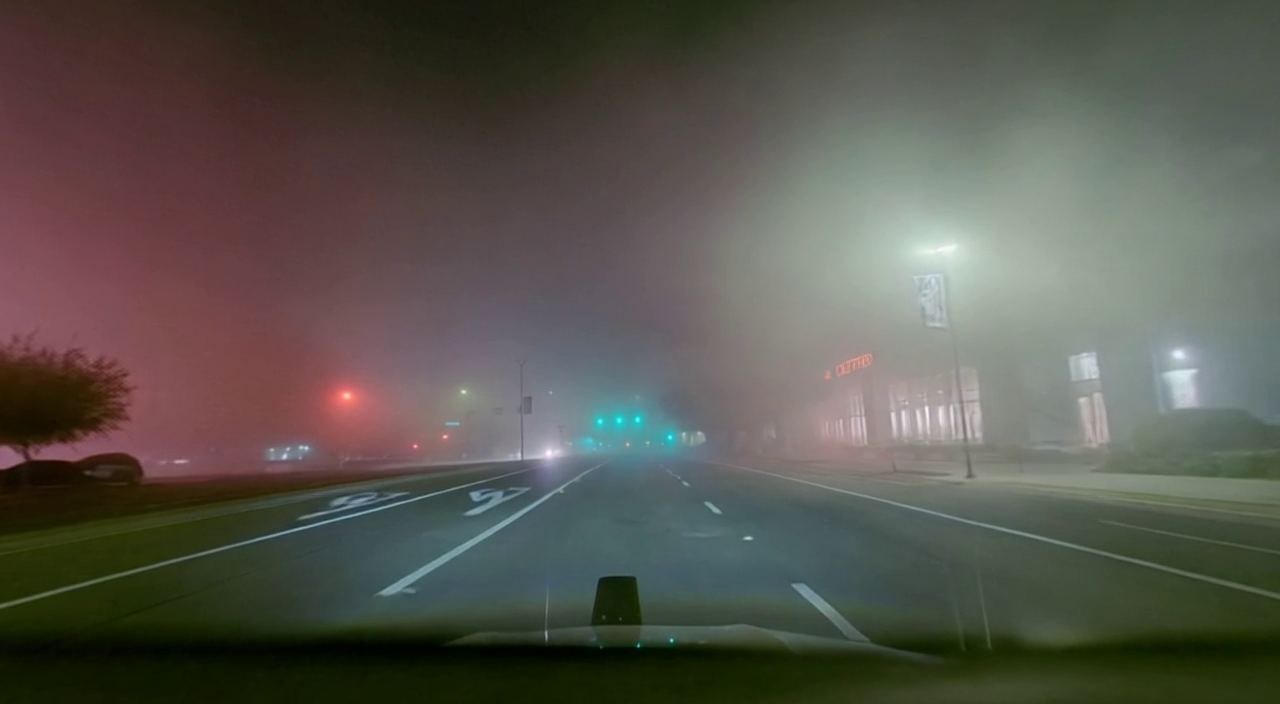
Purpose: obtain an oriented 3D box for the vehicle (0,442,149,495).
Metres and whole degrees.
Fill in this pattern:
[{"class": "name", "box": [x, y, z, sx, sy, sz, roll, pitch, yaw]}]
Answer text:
[{"class": "vehicle", "box": [-29.705, 6.062, 32.665, 6.271, 2.087, 2.748, -4, -14, 0]}]
